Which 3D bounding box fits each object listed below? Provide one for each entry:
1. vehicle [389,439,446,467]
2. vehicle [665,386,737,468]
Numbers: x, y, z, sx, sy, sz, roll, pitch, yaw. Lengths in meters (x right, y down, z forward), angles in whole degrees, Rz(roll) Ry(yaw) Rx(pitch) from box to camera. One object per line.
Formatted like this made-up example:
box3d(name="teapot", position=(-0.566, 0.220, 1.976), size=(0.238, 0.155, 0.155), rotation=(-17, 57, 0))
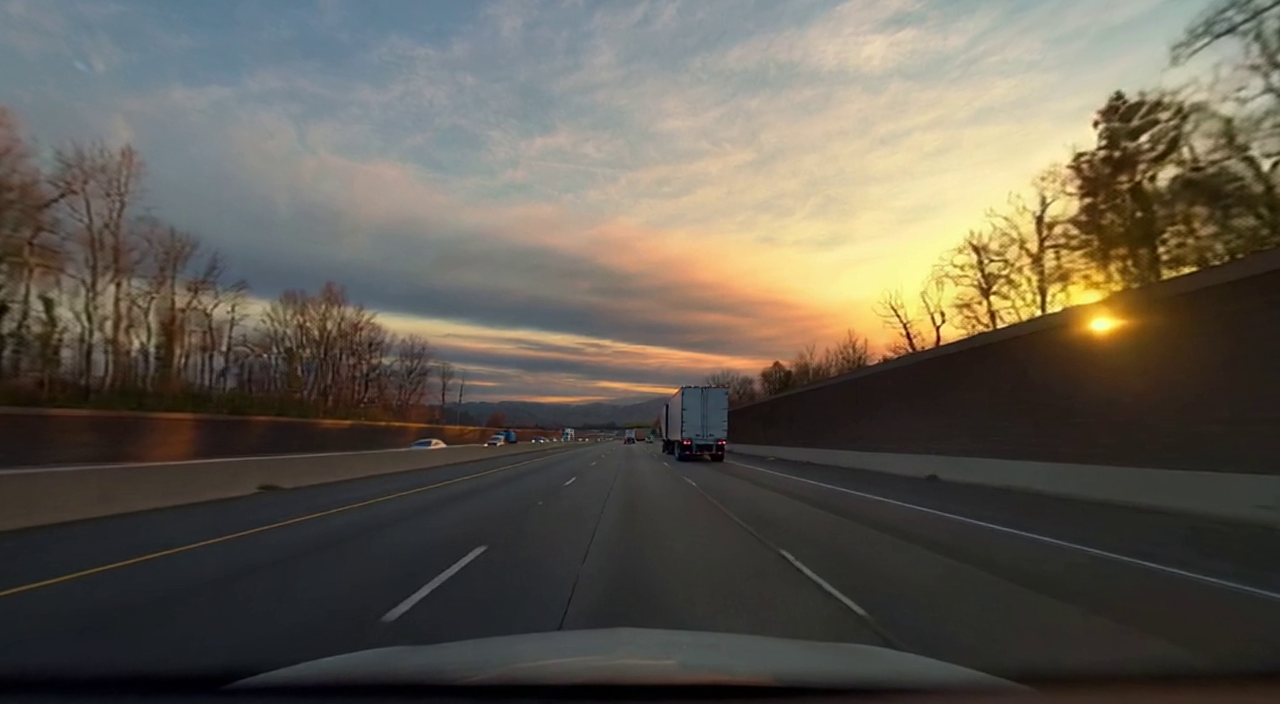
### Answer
box3d(name="vehicle", position=(-12.740, 5.781, 36.245), size=(1.803, 1.450, 4.054), rotation=(0, -8, -1))
box3d(name="vehicle", position=(3.418, 4.814, 40.018), size=(2.979, 4.161, 15.508), rotation=(1, -7, 0))
